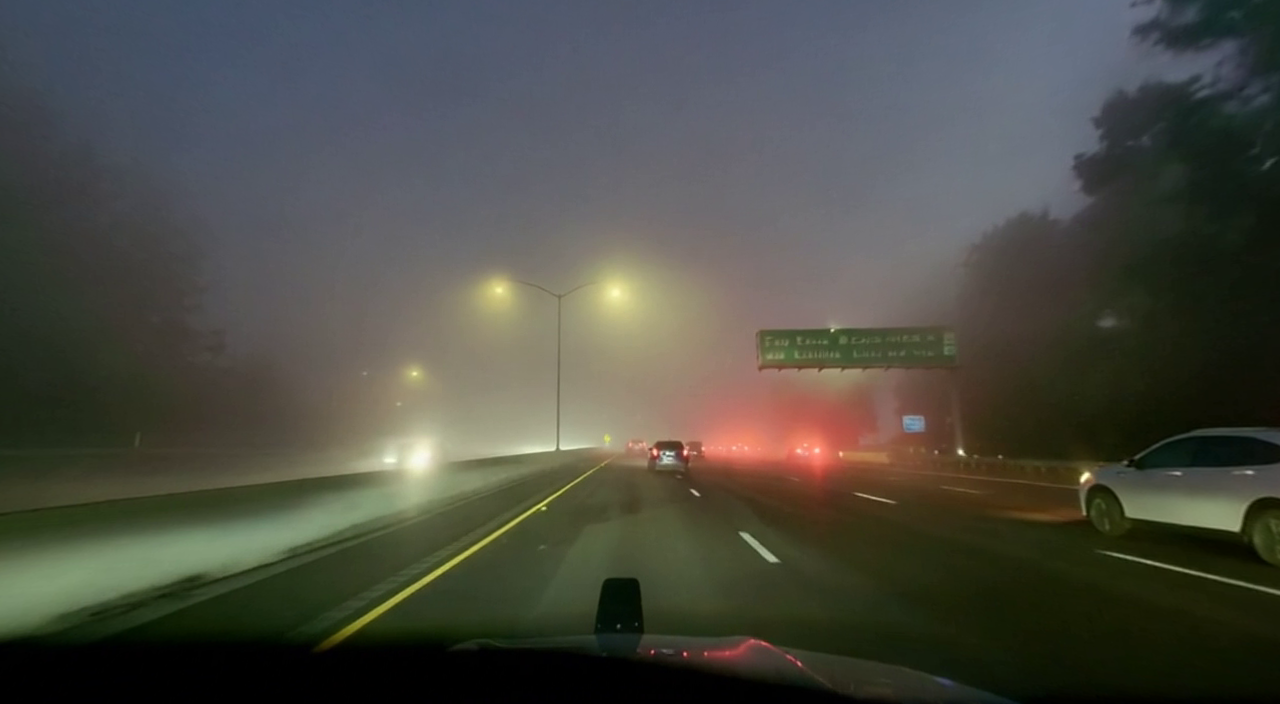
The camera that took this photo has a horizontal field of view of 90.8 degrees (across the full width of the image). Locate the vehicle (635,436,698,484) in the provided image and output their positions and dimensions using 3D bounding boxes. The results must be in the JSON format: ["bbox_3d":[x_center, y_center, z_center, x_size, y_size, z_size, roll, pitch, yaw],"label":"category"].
[{"bbox_3d":[0.869,3.857,23.040,1.864,1.566,4.446,0,-8,-3],"label":"vehicle"}]

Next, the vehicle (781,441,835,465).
[{"bbox_3d":[10.812,6.546,41.035,2.087,1.442,4.834,0,-8,-1],"label":"vehicle"}]

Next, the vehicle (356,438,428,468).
[{"bbox_3d":[-9.910,4.024,25.489,1.628,1.069,3.386,1,-8,-2],"label":"vehicle"}]

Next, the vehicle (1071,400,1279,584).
[{"bbox_3d":[6.918,1.360,6.278,2.027,1.679,4.543,0,-8,0],"label":"vehicle"}]
